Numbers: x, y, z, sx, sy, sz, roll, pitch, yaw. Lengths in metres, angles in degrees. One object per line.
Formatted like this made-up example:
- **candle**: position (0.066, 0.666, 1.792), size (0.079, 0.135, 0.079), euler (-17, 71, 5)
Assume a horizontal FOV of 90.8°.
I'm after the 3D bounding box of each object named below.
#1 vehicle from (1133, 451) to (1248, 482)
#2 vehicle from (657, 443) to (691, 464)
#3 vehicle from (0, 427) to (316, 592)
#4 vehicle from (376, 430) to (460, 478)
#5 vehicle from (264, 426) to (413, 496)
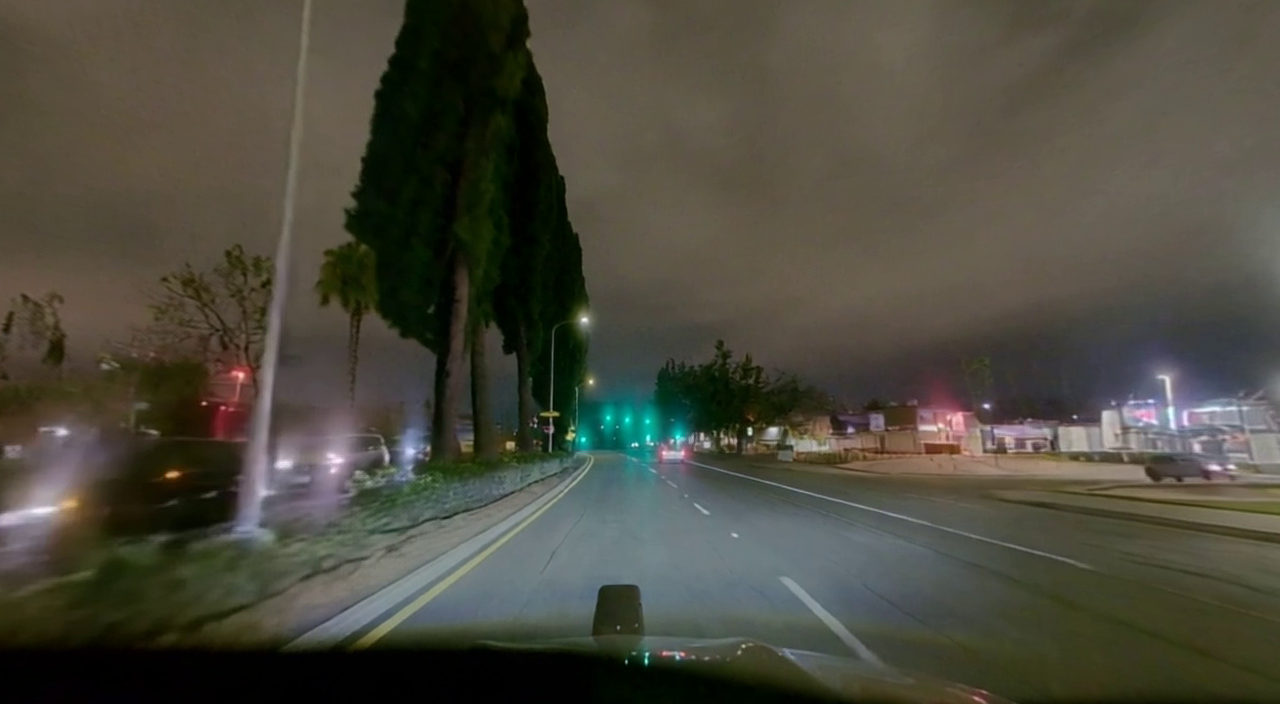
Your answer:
- **vehicle**: position (28.030, 5.808, 32.231), size (4.458, 1.465, 1.875), euler (1, -9, -10)
- **vehicle**: position (2.444, 7.382, 46.154), size (1.913, 1.473, 4.360), euler (0, -8, -4)
- **vehicle**: position (-6.693, 1.851, 8.745), size (2.180, 1.556, 5.130), euler (2, -7, -7)
- **vehicle**: position (-9.057, 4.146, 26.262), size (2.016, 1.766, 5.155), euler (0, -7, -4)
- **vehicle**: position (-8.746, 3.135, 18.951), size (2.183, 1.769, 4.972), euler (1, -7, -3)
